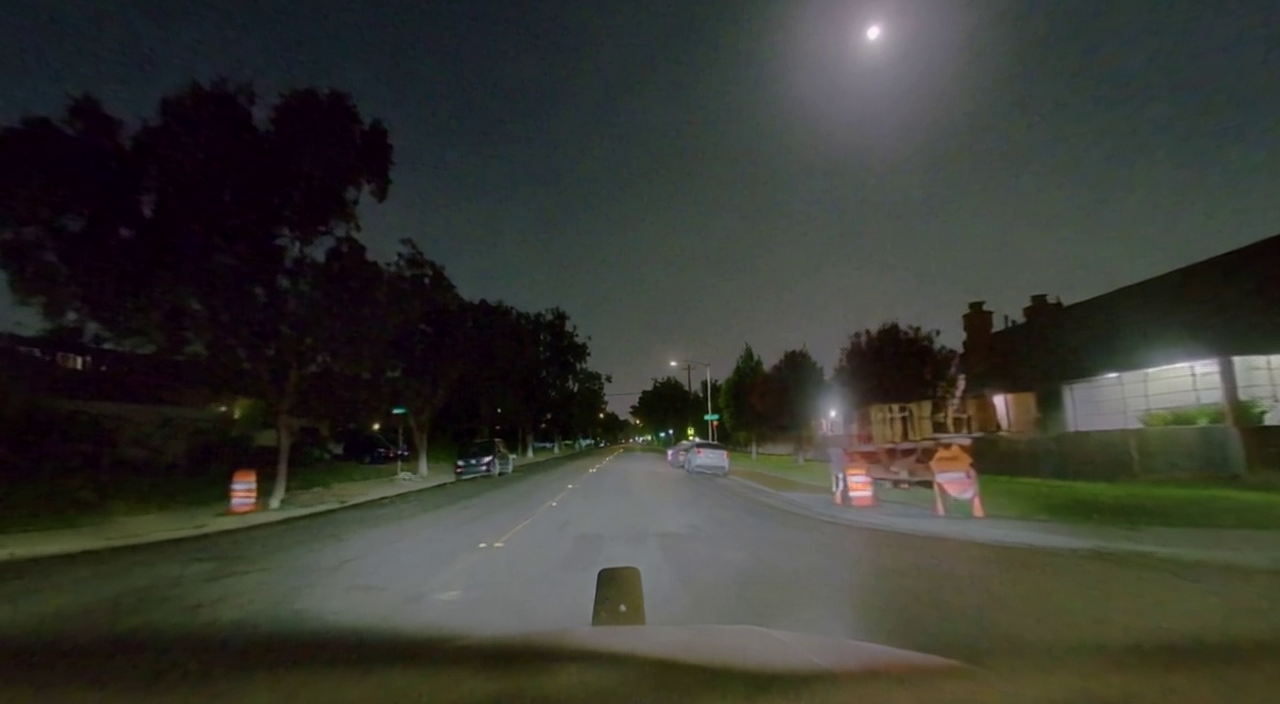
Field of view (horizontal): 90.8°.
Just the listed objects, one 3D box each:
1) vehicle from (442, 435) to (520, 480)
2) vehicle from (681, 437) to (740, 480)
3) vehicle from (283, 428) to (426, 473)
[{"bbox_3d":[-7.353,4.983,29.852,2.266,1.877,5.167,-1,-9,1],"label":"vehicle"},{"bbox_3d":[2.956,4.551,27.233,1.896,1.602,4.571,3,-8,-1],"label":"vehicle"},{"bbox_3d":[-15.450,5.378,34.557,6.526,2.046,2.522,3,-8,-2],"label":"vehicle"}]
